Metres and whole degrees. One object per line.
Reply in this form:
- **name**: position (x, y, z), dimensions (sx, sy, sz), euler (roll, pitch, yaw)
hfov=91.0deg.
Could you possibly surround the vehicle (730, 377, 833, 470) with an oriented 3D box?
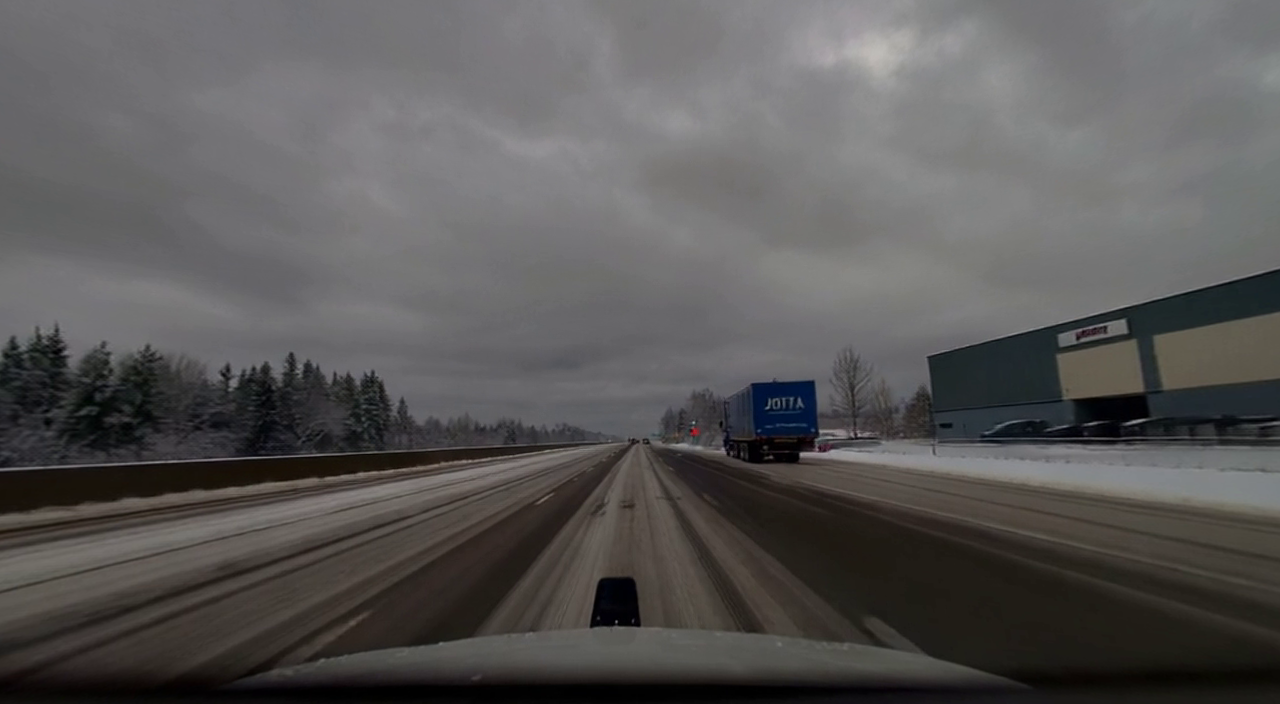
- **vehicle**: position (7.339, 4.302, 35.906), dimensions (3.469, 3.986, 17.065), euler (-1, -8, 5)
